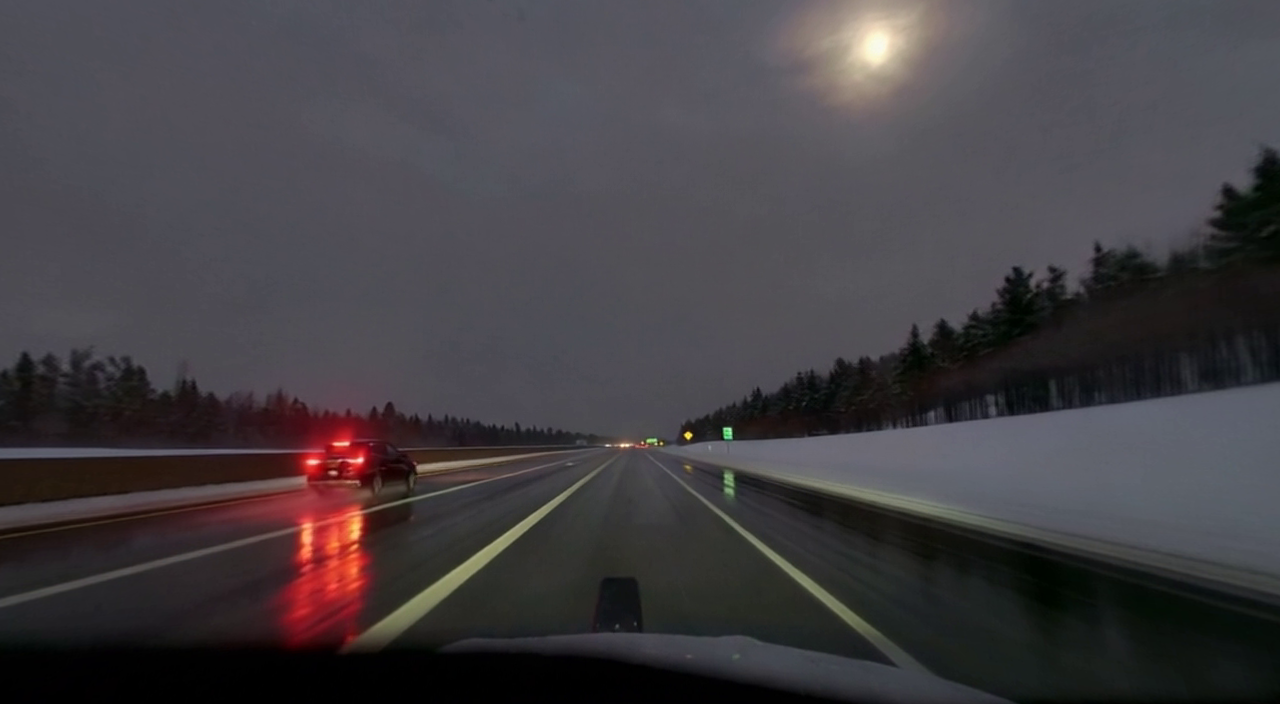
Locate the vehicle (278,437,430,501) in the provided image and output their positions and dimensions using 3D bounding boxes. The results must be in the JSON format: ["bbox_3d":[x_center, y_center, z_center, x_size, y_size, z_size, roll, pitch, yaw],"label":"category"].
[{"bbox_3d":[-7.761,3.199,17.830,2.005,1.545,4.874,0,-8,0],"label":"vehicle"}]
